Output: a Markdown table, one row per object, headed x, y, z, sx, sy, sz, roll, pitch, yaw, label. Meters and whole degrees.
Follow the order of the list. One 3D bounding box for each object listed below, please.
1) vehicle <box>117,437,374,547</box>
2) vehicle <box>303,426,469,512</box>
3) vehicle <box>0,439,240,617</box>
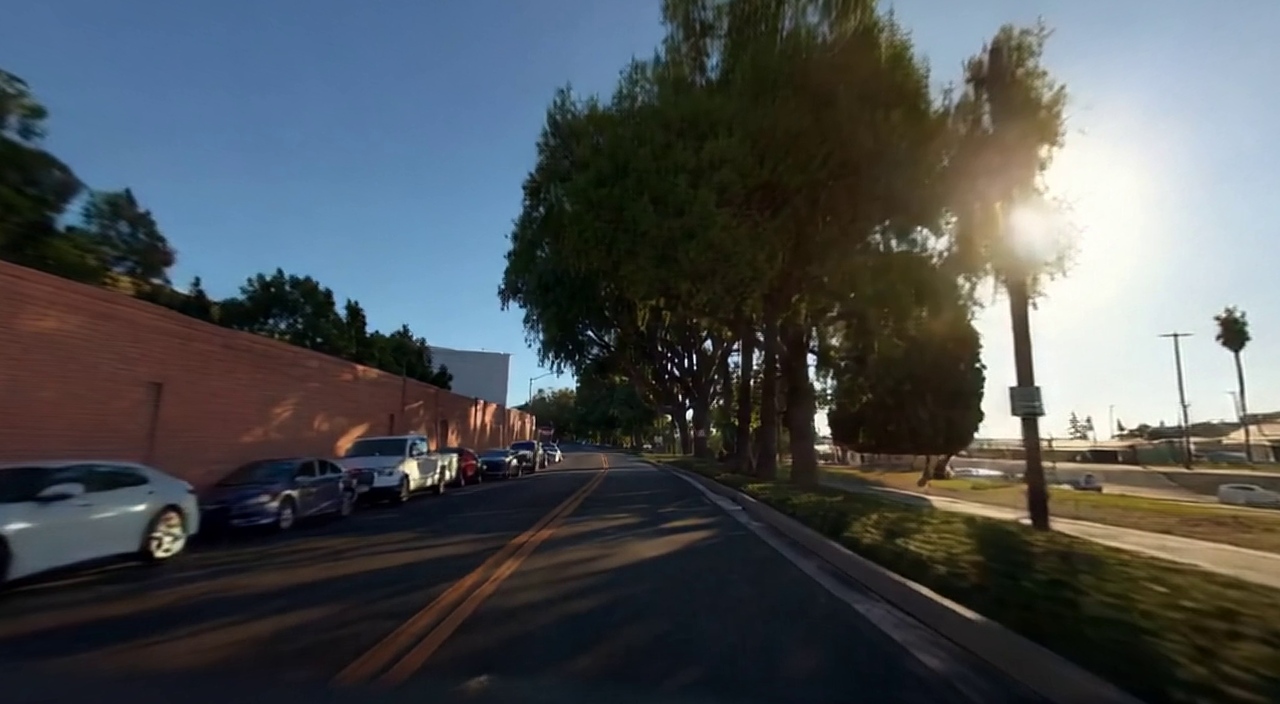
| x | y | z | sx | sy | sz | roll | pitch | yaw | label |
| --- | --- | --- | --- | --- | --- | --- | --- | --- | --- |
| -6.674 | 2.350 | 11.385 | 1.794 | 1.544 | 4.229 | 1 | -8 | 1 | vehicle |
| -6.517 | 3.074 | 17.138 | 2.150 | 1.854 | 5.551 | 2 | -9 | 0 | vehicle |
| -6.664 | 1.728 | 6.780 | 1.989 | 1.485 | 4.218 | 1 | -7 | -1 | vehicle |
